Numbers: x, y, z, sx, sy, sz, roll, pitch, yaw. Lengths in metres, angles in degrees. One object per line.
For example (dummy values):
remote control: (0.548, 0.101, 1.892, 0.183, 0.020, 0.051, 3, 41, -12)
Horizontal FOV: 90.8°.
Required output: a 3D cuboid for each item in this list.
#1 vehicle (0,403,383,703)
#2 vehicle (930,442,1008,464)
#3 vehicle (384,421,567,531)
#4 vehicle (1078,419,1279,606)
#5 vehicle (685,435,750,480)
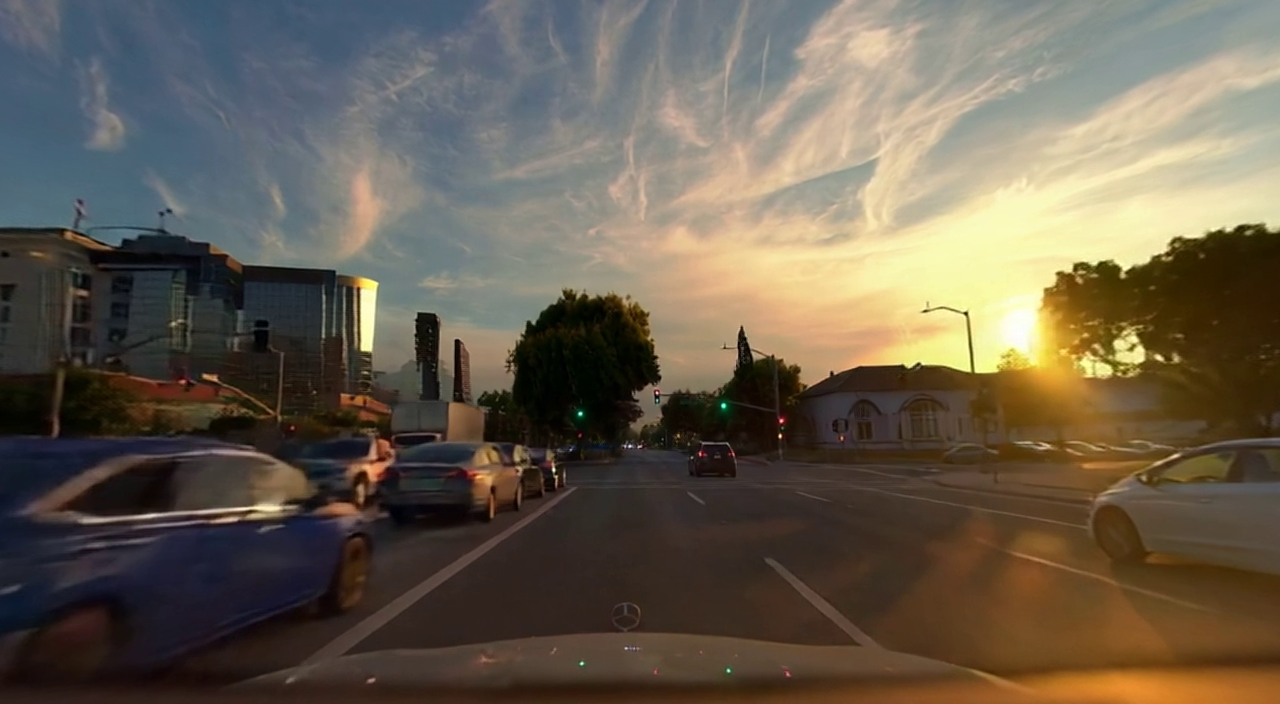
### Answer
vehicle: (-3.513, 1.167, 3.858, 1.923, 1.494, 4.672, 0, -9, 0)
vehicle: (23.246, 7.153, 44.705, 4.411, 1.464, 1.938, 0, -9, -2)
vehicle: (-3.024, 2.473, 13.377, 2.313, 1.752, 6.152, 0, -9, -1)
vehicle: (6.568, 1.434, 5.770, 2.000, 1.618, 4.238, 0, -9, -1)
vehicle: (3.263, 4.593, 27.676, 2.095, 1.759, 4.862, 0, -9, -2)
